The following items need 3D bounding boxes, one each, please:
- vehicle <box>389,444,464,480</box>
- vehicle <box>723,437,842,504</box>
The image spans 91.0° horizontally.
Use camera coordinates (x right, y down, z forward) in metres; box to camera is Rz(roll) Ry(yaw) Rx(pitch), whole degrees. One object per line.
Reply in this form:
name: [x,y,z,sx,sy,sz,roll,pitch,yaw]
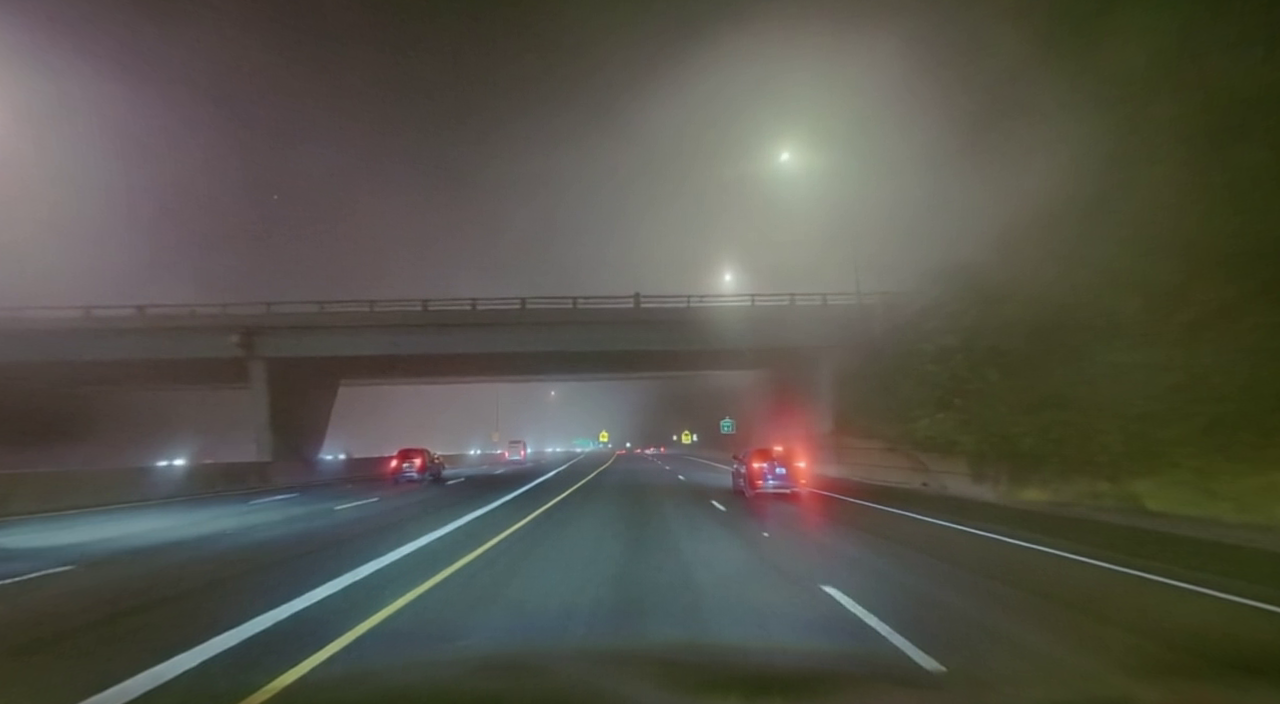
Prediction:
vehicle: [-9.985,5.152,29.833,2.072,1.545,4.687,0,-9,-2]
vehicle: [3.617,3.097,16.893,2.079,1.535,4.316,0,-9,-2]
